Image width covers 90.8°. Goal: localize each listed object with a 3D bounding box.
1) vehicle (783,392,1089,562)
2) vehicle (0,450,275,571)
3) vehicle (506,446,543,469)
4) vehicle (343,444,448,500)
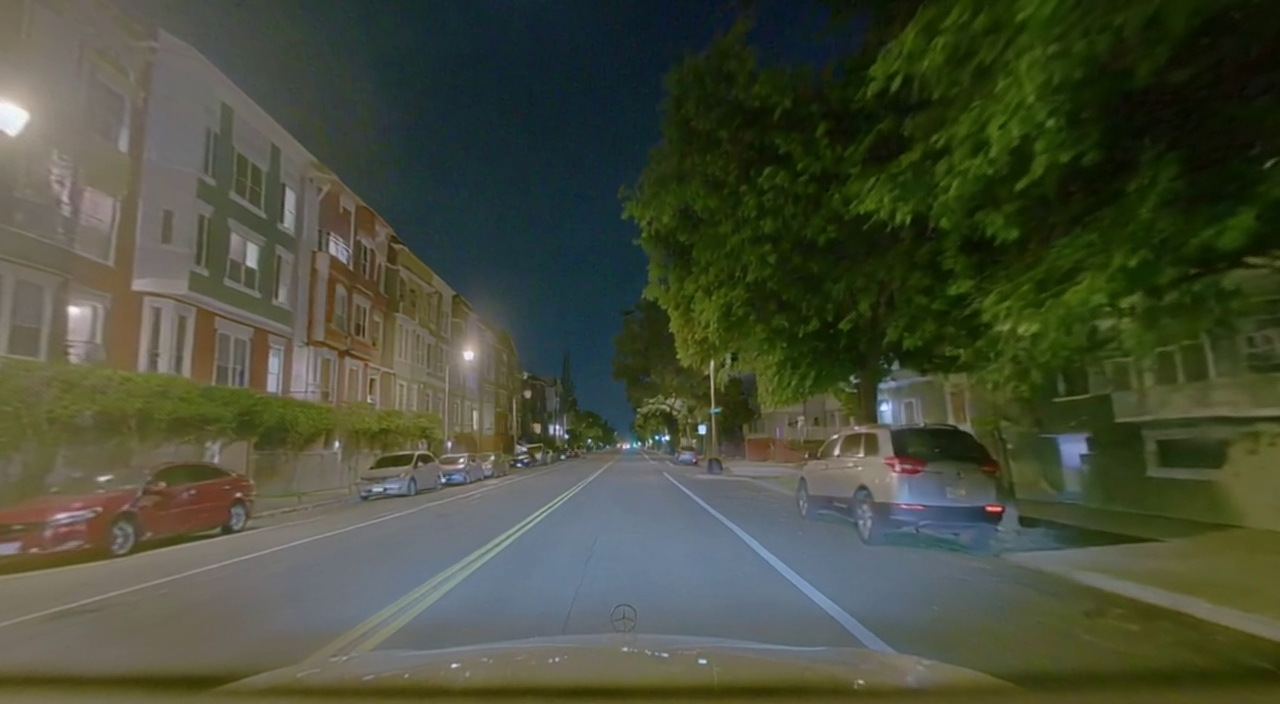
[{"bbox_3d":[4.279,1.958,10.668,2.393,2.075,5.683,0,-9,0],"label":"vehicle"},{"bbox_3d":[-8.283,2.403,10.424,1.983,1.514,4.459,0,-9,-2],"label":"vehicle"},{"bbox_3d":[-8.362,7.657,46.085,1.967,1.517,4.360,0,-9,-2],"label":"vehicle"},{"bbox_3d":[-8.203,4.029,21.663,1.919,1.698,4.328,0,-9,-1],"label":"vehicle"}]
